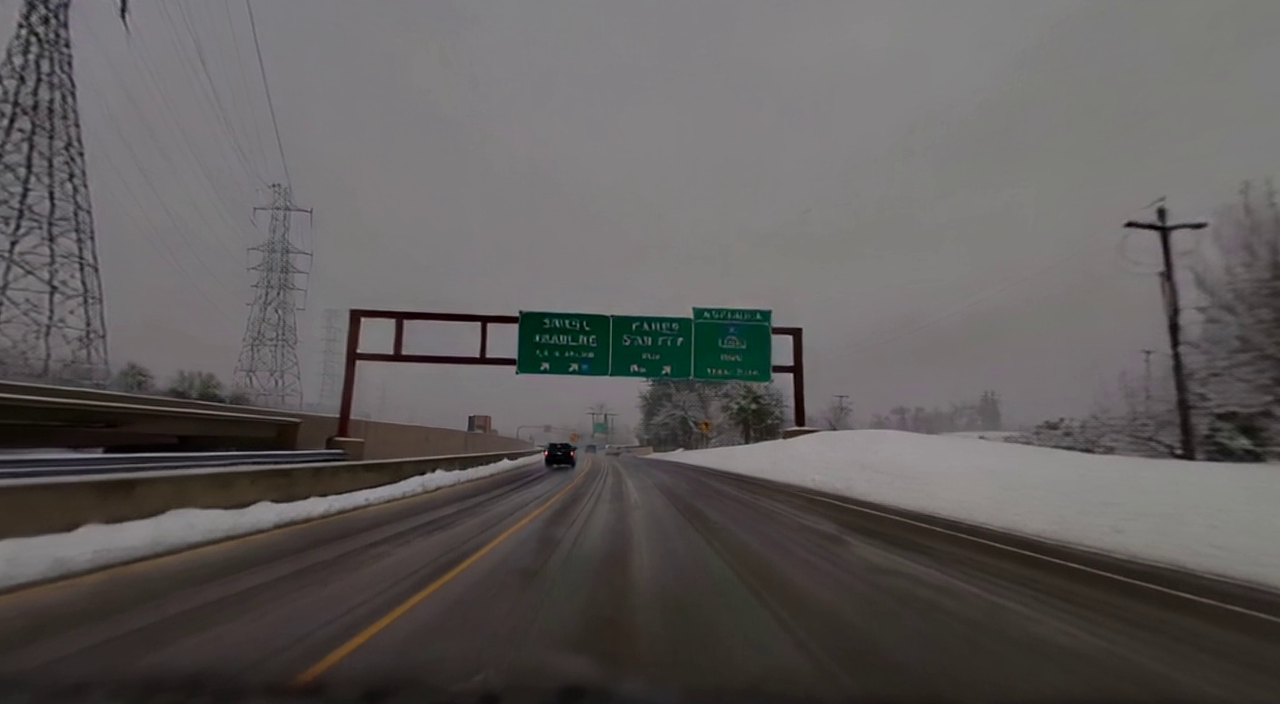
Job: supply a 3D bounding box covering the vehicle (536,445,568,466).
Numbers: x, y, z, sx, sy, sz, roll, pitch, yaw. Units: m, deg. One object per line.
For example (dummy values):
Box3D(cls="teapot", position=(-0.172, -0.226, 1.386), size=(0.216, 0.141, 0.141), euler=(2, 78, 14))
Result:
Box3D(cls="vehicle", position=(-6.412, 7.579, 46.470), size=(1.921, 1.420, 4.078), euler=(0, -9, -3))
